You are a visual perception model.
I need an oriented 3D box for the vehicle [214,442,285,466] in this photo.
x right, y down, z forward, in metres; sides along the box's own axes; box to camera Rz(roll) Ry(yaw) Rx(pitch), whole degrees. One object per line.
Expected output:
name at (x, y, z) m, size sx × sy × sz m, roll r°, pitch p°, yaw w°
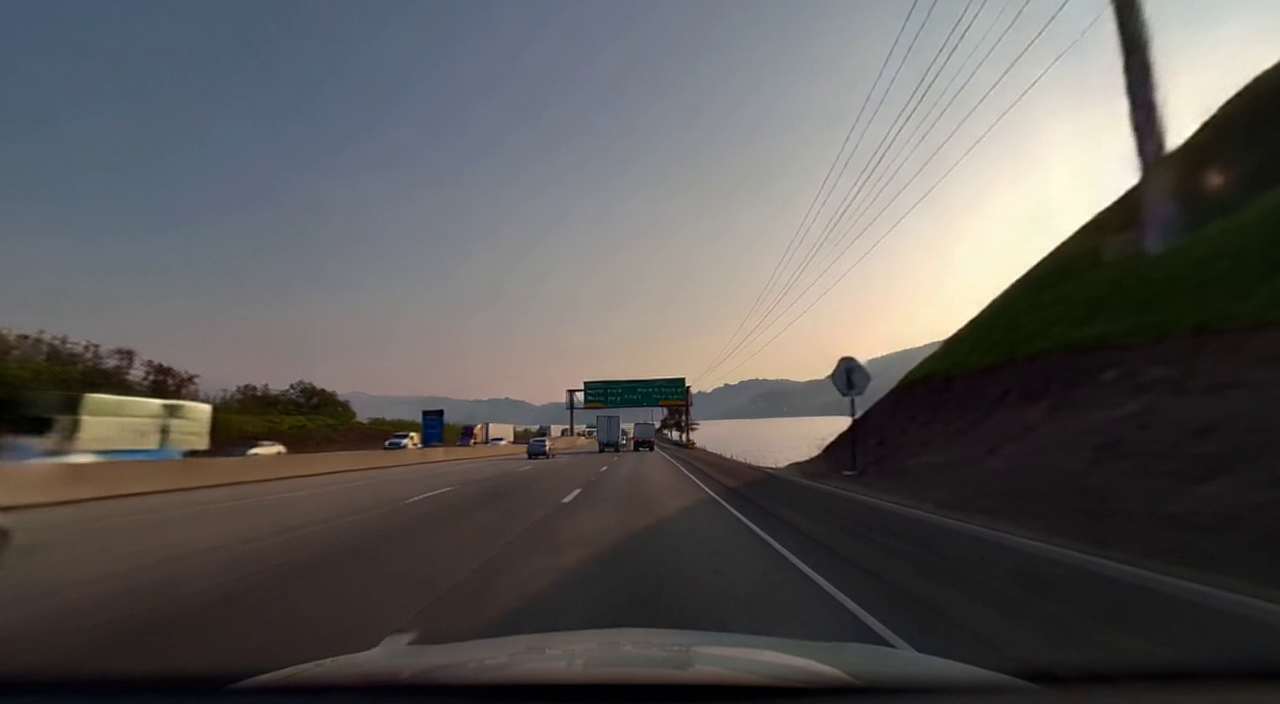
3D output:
vehicle at (-25.817, 6.745, 41.889) m, size 1.863 × 1.488 × 4.434 m, roll 0°, pitch -8°, yaw 0°

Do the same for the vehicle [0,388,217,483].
vehicle at (-21.252, 3.434, 25.703) m, size 2.768 × 3.286 × 7.386 m, roll 0°, pitch -8°, yaw 1°

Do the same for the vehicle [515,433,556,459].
vehicle at (-7.601, 6.885, 46.298) m, size 2.192 × 1.762 × 4.559 m, roll 0°, pitch -8°, yaw 1°
